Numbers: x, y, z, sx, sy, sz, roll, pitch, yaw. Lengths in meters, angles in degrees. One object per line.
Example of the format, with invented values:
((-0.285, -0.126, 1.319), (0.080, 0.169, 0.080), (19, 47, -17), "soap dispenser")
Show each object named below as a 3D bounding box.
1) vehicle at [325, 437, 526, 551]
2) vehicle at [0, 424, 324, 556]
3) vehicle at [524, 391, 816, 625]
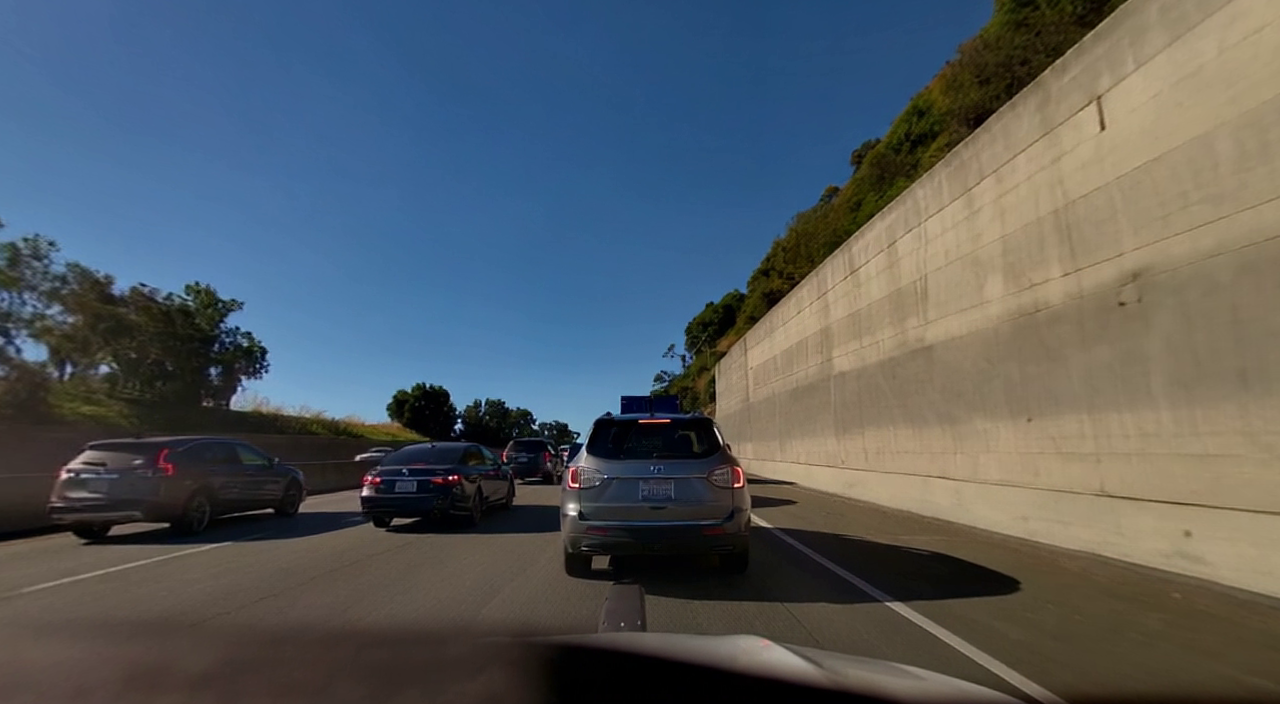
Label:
((-3.243, 2.220, 10.508), (1.917, 1.506, 3.949), (0, -9, 1), "vehicle")
((-7.477, 2.153, 10.544), (1.986, 1.700, 4.558), (0, -9, 0), "vehicle")
((0.198, 1.592, 7.520), (2.210, 1.760, 5.303), (0, -9, -1), "vehicle")
